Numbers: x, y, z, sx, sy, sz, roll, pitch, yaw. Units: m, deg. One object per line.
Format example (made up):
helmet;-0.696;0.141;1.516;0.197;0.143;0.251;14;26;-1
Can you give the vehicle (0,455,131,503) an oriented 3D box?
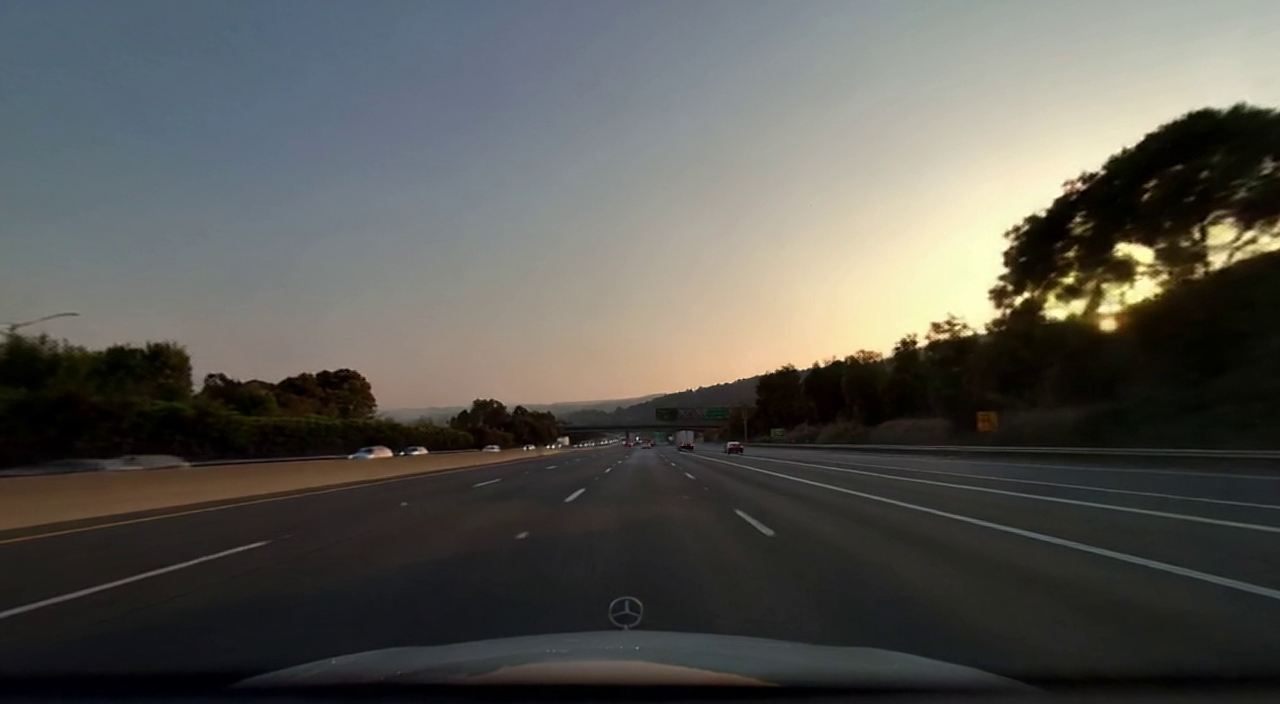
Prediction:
vehicle;-22.178;4.710;23.826;1.909;1.536;4.882;0;-8;-1

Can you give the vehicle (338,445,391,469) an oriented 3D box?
vehicle;-20.722;7.917;47.594;1.929;1.688;4.519;0;-8;0
